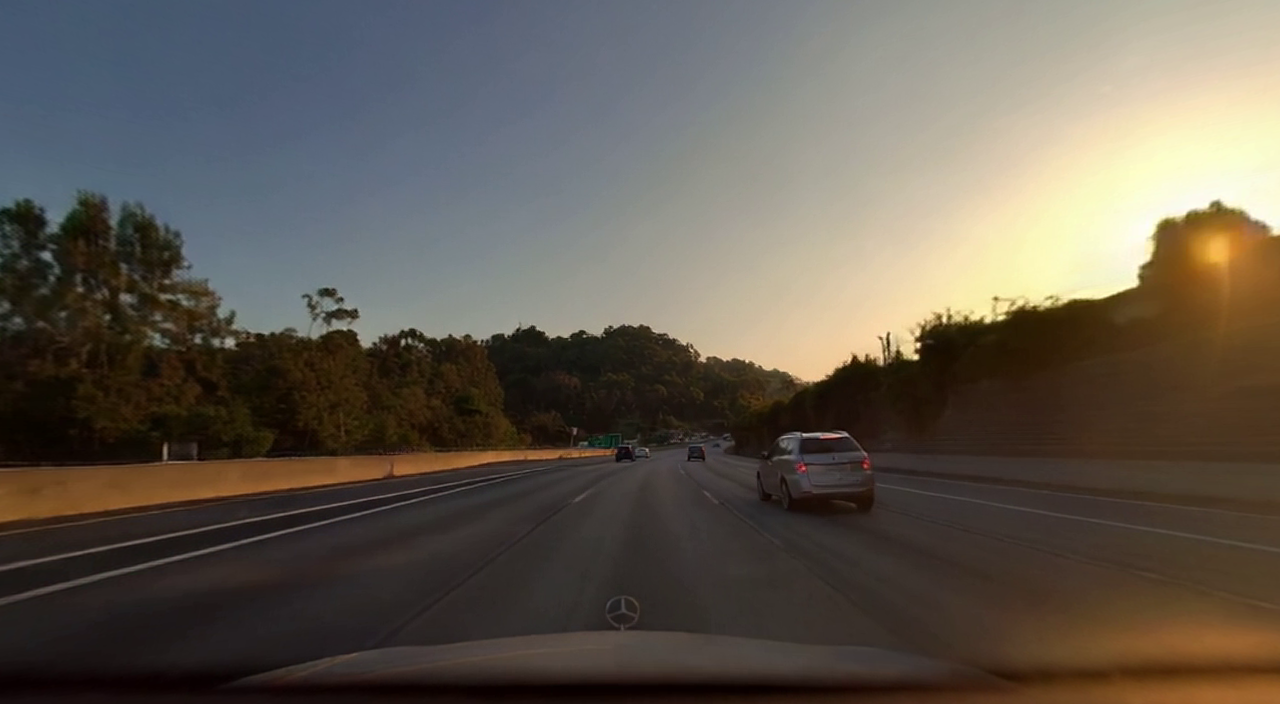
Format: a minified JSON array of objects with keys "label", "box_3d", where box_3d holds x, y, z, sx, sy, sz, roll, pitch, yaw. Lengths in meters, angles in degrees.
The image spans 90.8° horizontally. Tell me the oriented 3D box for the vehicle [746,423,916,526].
[{"label":"vehicle","box_3d":[3.643,2.432,13.053,2.075,1.743,4.410,0,-9,-1]}]
